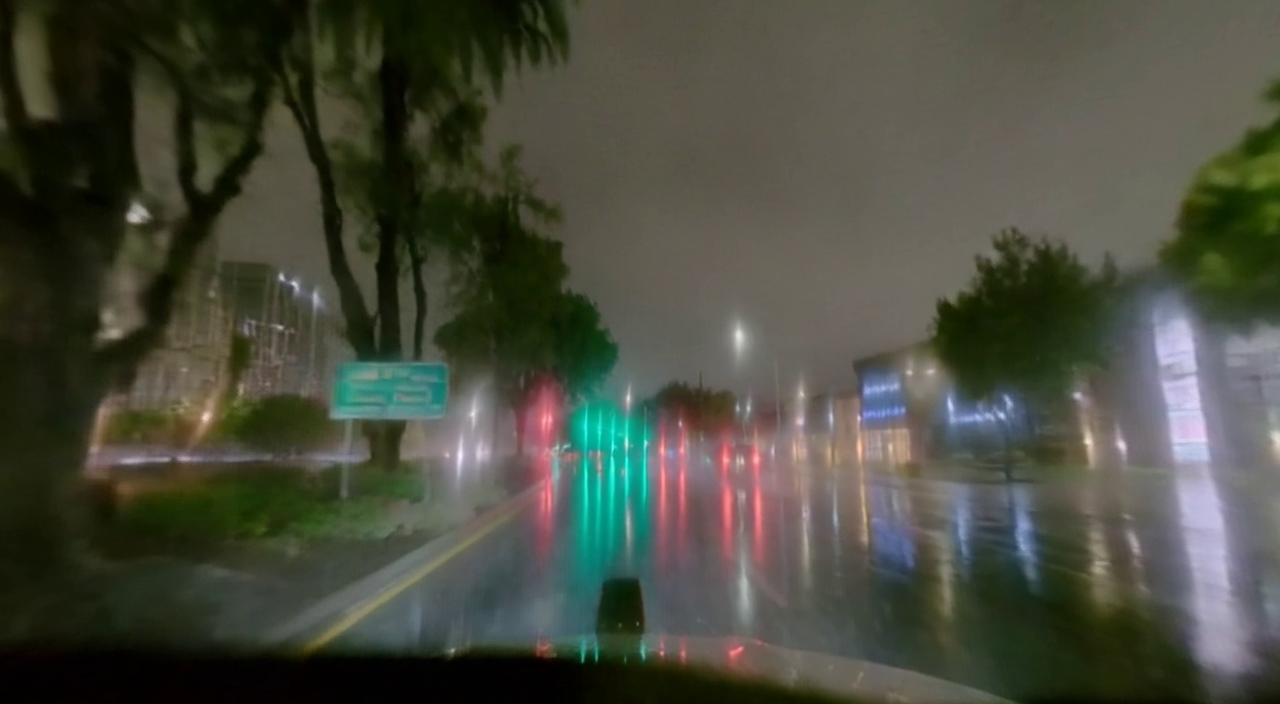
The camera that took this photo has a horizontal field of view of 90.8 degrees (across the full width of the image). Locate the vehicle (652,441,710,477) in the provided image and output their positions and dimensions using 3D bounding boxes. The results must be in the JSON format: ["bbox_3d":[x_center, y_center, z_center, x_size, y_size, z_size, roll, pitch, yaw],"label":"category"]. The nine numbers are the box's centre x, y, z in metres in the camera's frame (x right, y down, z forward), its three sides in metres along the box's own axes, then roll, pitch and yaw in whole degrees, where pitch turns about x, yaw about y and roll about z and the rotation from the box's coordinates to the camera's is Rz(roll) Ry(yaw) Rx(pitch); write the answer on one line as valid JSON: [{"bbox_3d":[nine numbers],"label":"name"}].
[{"bbox_3d":[1.759,4.836,28.728,1.993,1.477,4.240,0,-9,-5],"label":"vehicle"}]

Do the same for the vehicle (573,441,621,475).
[{"bbox_3d":[-2.037,4.952,29.679,2.101,1.444,4.248,0,-9,-4],"label":"vehicle"}]

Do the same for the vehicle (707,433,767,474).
[{"bbox_3d":[5.066,5.434,33.841,2.052,1.990,4.736,0,-9,-5],"label":"vehicle"}]
